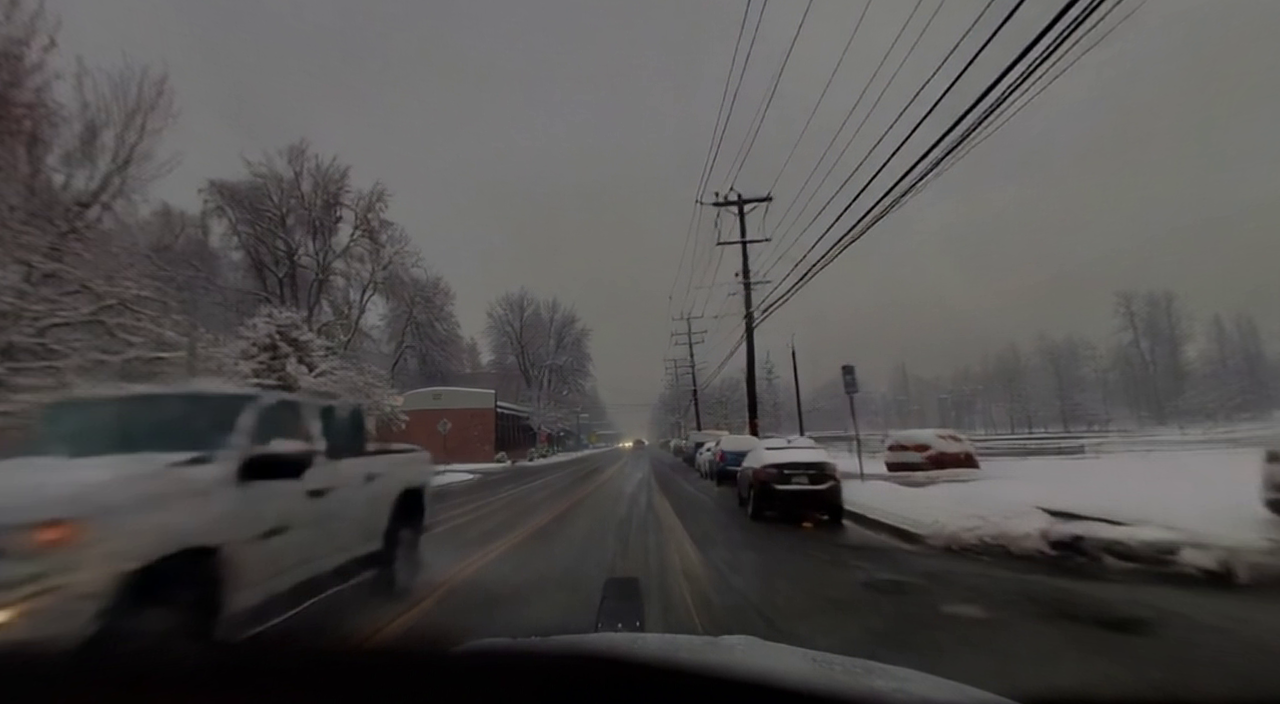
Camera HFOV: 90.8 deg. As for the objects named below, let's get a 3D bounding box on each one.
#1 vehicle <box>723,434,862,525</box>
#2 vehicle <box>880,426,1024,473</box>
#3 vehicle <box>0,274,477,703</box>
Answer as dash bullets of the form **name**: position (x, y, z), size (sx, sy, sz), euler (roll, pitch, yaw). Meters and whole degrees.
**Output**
- **vehicle**: position (2.941, 2.490, 13.112), size (2.261, 1.503, 4.695), euler (-2, -8, 9)
- **vehicle**: position (10.669, 3.377, 21.859), size (3.944, 1.476, 1.852), euler (-1, -10, 1)
- **vehicle**: position (-2.828, 1.030, 4.709), size (2.115, 2.065, 4.452), euler (0, -9, -1)
